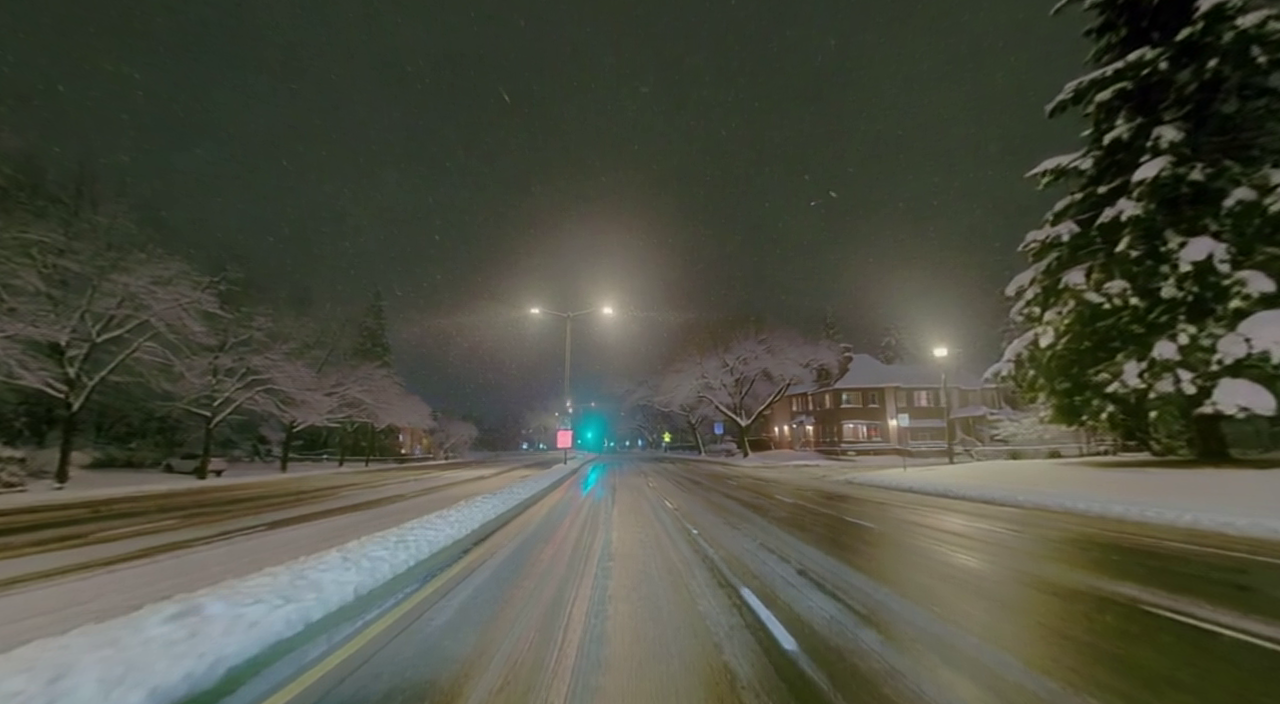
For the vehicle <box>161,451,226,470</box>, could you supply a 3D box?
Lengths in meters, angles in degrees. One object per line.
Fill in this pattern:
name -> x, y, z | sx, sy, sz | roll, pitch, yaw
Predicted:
vehicle -> -34.271, 8.328, 48.544 | 3.732, 1.453, 1.721 | -1, -9, 3
